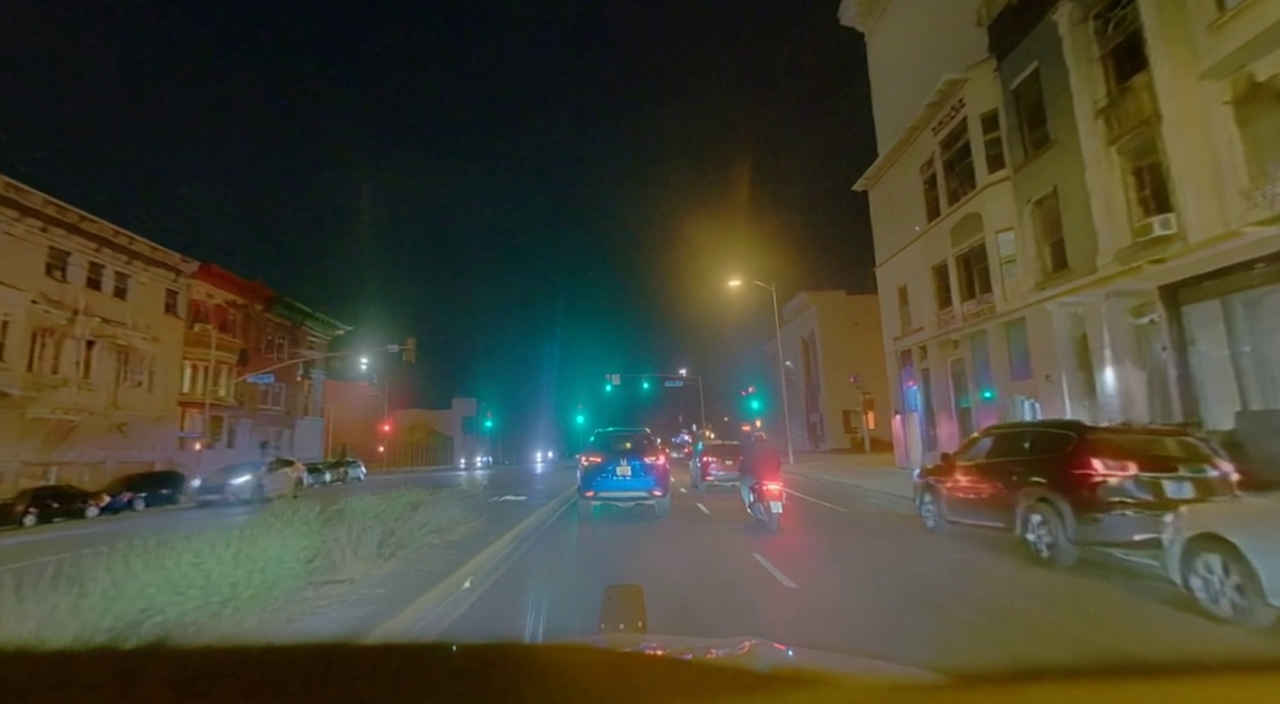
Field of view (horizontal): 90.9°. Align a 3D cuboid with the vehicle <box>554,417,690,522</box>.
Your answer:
[{"bbox_3d":[-0.314,2.283,12.719,2.265,1.748,4.130,0,-9,0],"label":"vehicle"}]

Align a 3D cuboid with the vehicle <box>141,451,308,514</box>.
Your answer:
[{"bbox_3d":[-13.866,4.323,21.610,2.142,1.826,5.471,0,-9,-2],"label":"vehicle"}]

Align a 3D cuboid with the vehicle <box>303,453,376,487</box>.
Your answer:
[{"bbox_3d":[-18.664,7.314,39.459,2.134,1.915,5.317,0,-9,-3],"label":"vehicle"}]

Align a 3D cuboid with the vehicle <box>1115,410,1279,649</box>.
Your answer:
[{"bbox_3d":[5.153,1.003,3.121,2.012,1.532,4.565,0,-9,0],"label":"vehicle"}]

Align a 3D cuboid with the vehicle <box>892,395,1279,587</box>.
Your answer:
[{"bbox_3d":[5.214,1.603,8.065,2.030,1.709,4.687,0,-9,0],"label":"vehicle"}]

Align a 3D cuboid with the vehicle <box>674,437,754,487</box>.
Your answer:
[{"bbox_3d":[2.365,3.669,21.321,2.101,1.507,4.355,0,-9,-1],"label":"vehicle"}]
